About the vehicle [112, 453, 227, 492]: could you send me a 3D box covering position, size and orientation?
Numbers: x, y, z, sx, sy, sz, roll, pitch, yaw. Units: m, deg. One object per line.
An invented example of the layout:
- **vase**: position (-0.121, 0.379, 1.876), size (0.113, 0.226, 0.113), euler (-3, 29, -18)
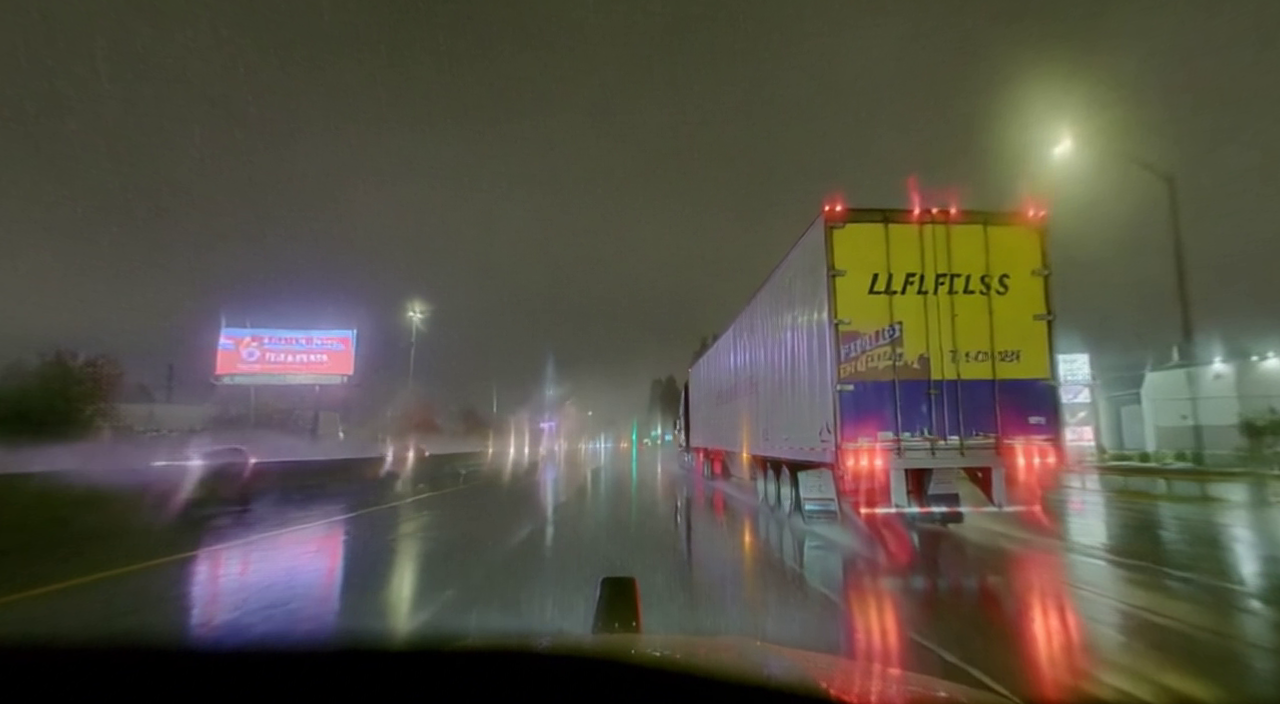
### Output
- **vehicle**: position (-18.379, 4.694, 24.882), size (1.790, 1.357, 3.540), euler (0, -9, 0)

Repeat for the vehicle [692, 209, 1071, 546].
- **vehicle**: position (3.746, 1.525, 16.675), size (2.891, 4.387, 17.121), euler (0, -9, -1)

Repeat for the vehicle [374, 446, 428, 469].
- **vehicle**: position (-15.056, 6.666, 40.023), size (1.825, 1.400, 3.849), euler (0, -9, 1)

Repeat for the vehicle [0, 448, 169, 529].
- **vehicle**: position (-10.864, 2.472, 11.947), size (1.423, 1.311, 3.159), euler (0, -9, 0)
